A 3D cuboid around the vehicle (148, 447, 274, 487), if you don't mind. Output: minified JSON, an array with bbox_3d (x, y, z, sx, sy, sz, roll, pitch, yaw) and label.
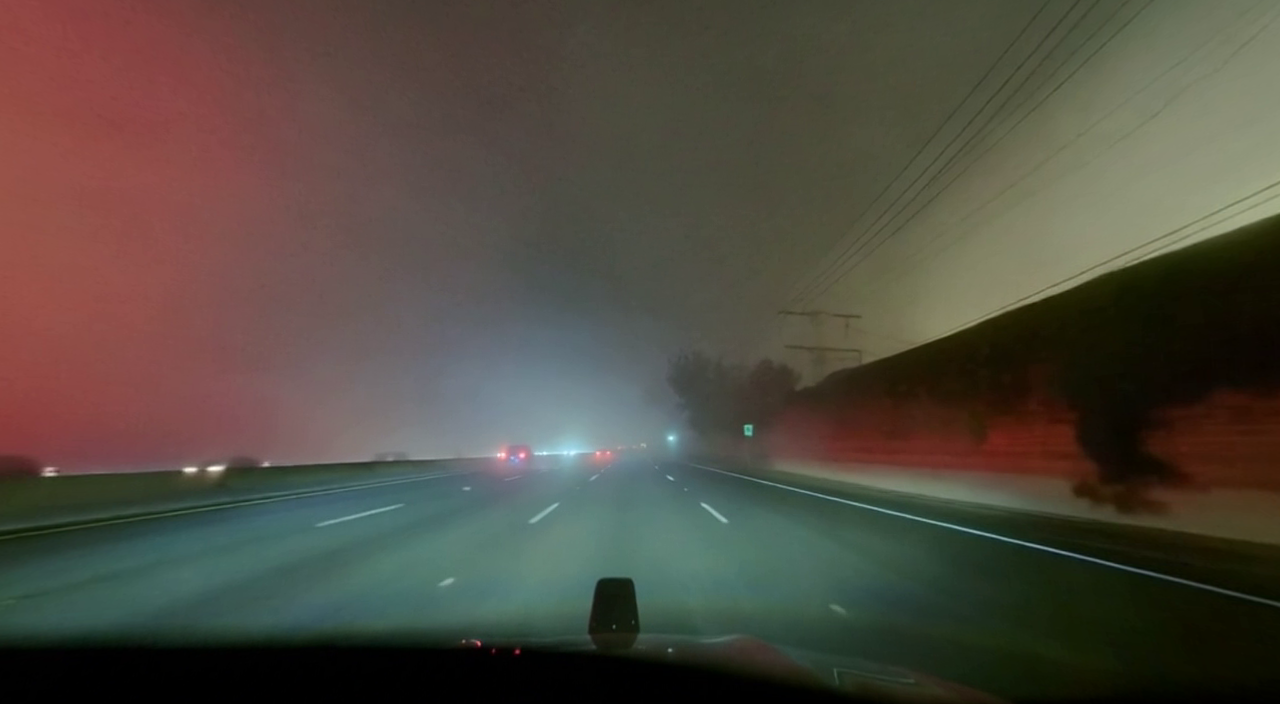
[{"bbox_3d":[-21.915,5.864,32.696,2.224,1.859,6.117,0,-9,0],"label":"vehicle"}]

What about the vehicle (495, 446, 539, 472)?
[{"bbox_3d":[-7.673,6.702,39.745,2.013,1.574,3.923,0,-8,0],"label":"vehicle"}]

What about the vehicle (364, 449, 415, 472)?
[{"bbox_3d":[-18.237,7.895,46.268,1.871,1.596,4.507,0,-8,0],"label":"vehicle"}]
